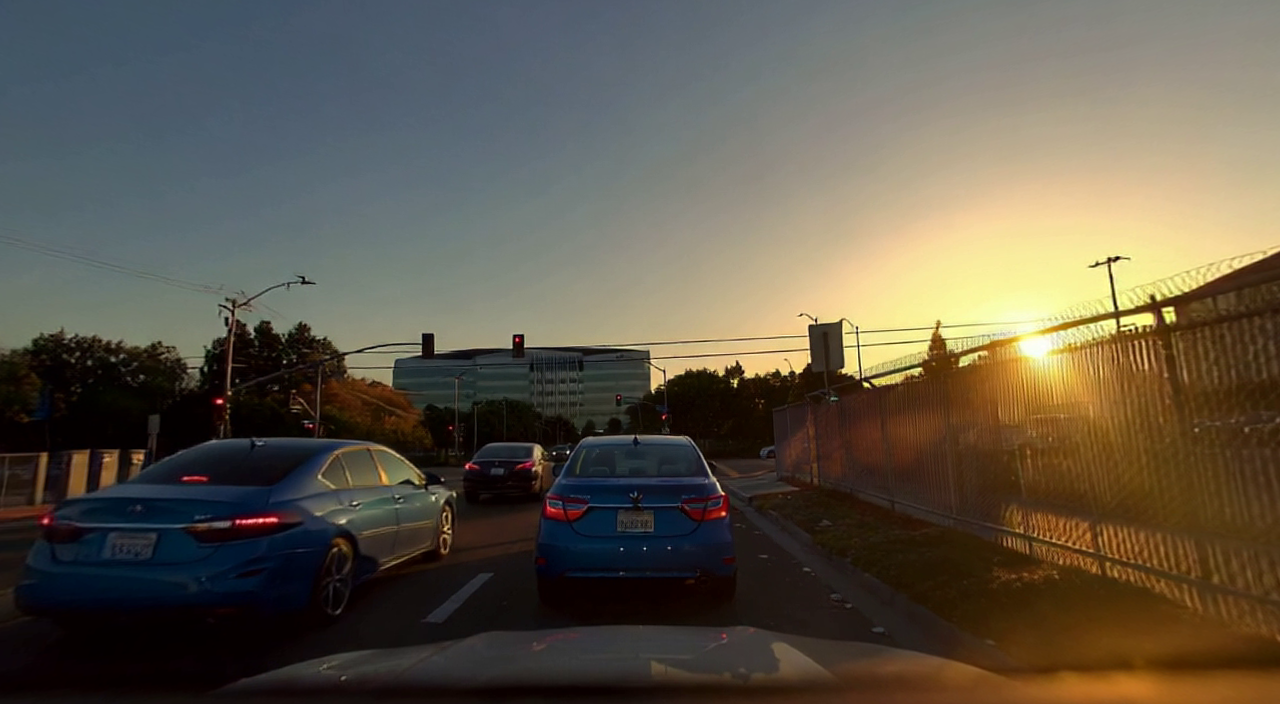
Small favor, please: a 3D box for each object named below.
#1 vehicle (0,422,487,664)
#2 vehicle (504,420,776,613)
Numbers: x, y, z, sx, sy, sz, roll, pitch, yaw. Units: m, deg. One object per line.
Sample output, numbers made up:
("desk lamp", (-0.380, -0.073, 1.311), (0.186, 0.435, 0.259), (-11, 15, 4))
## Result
("vehicle", (-3.159, 1.537, 6.280), (1.971, 1.488, 4.581), (0, -9, 2))
("vehicle", (-0.003, 1.613, 7.080), (2.144, 1.514, 4.063), (0, -9, 0))
